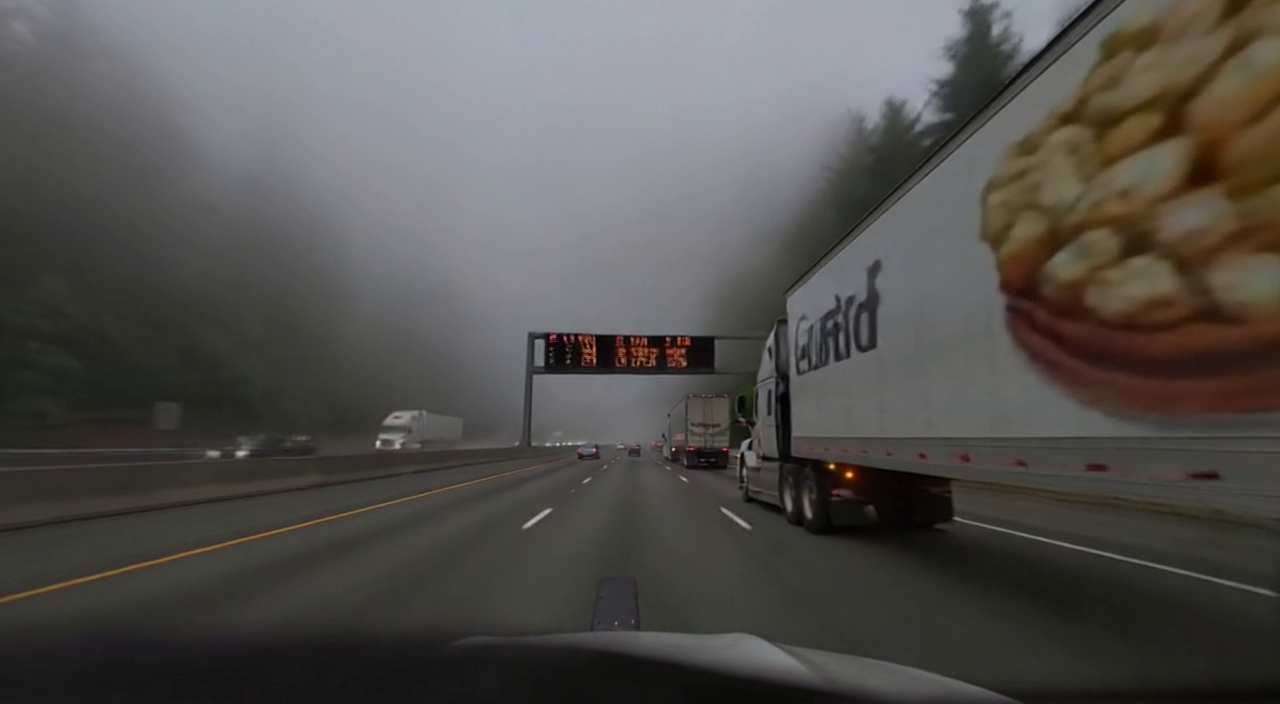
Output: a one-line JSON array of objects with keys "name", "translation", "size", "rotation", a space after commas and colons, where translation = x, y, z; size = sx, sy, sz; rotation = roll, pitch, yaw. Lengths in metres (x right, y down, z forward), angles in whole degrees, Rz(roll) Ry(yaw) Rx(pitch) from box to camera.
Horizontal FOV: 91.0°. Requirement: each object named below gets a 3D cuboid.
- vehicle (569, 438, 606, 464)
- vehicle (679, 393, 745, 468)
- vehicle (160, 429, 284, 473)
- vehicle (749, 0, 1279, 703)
[{"name": "vehicle", "translation": [-3.521, 6.734, 42.844], "size": [2.206, 1.644, 4.027], "rotation": [0, -8, 0]}, {"name": "vehicle", "translation": [4.200, 5.002, 38.871], "size": [3.085, 4.062, 8.965], "rotation": [0, -10, 1]}, {"name": "vehicle", "translation": [-16.342, 3.893, 24.933], "size": [1.940, 1.566, 4.323], "rotation": [0, -8, 0]}, {"name": "vehicle", "translation": [3.732, -0.006, 4.989], "size": [3.116, 3.992, 13.748], "rotation": [0, -8, -1]}]
